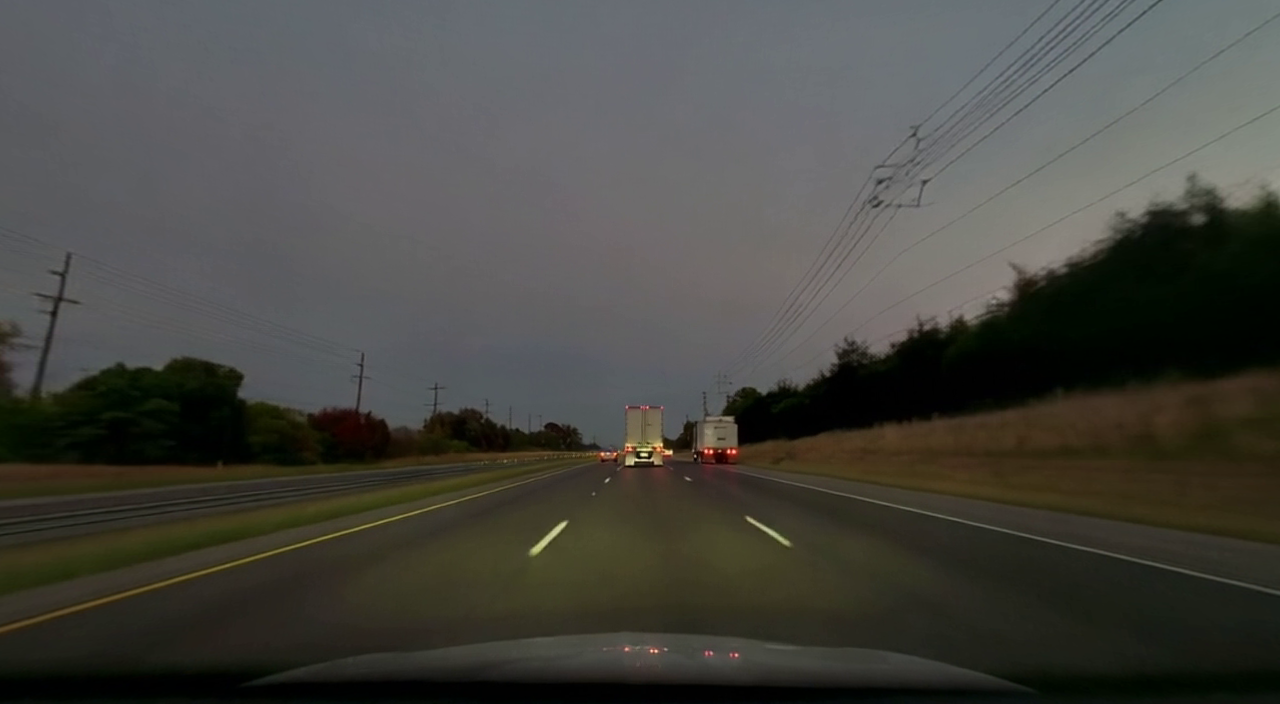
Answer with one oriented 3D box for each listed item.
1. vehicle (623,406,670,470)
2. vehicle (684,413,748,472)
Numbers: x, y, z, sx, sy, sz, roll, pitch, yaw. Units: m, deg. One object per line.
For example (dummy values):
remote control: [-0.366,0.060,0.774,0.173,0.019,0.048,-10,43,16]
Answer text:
vehicle: [0.500,6.500,46.639,2.997,4.076,13.224,0,-9,1]
vehicle: [4.688,5.907,40.884,2.938,3.378,8.820,0,-9,0]
